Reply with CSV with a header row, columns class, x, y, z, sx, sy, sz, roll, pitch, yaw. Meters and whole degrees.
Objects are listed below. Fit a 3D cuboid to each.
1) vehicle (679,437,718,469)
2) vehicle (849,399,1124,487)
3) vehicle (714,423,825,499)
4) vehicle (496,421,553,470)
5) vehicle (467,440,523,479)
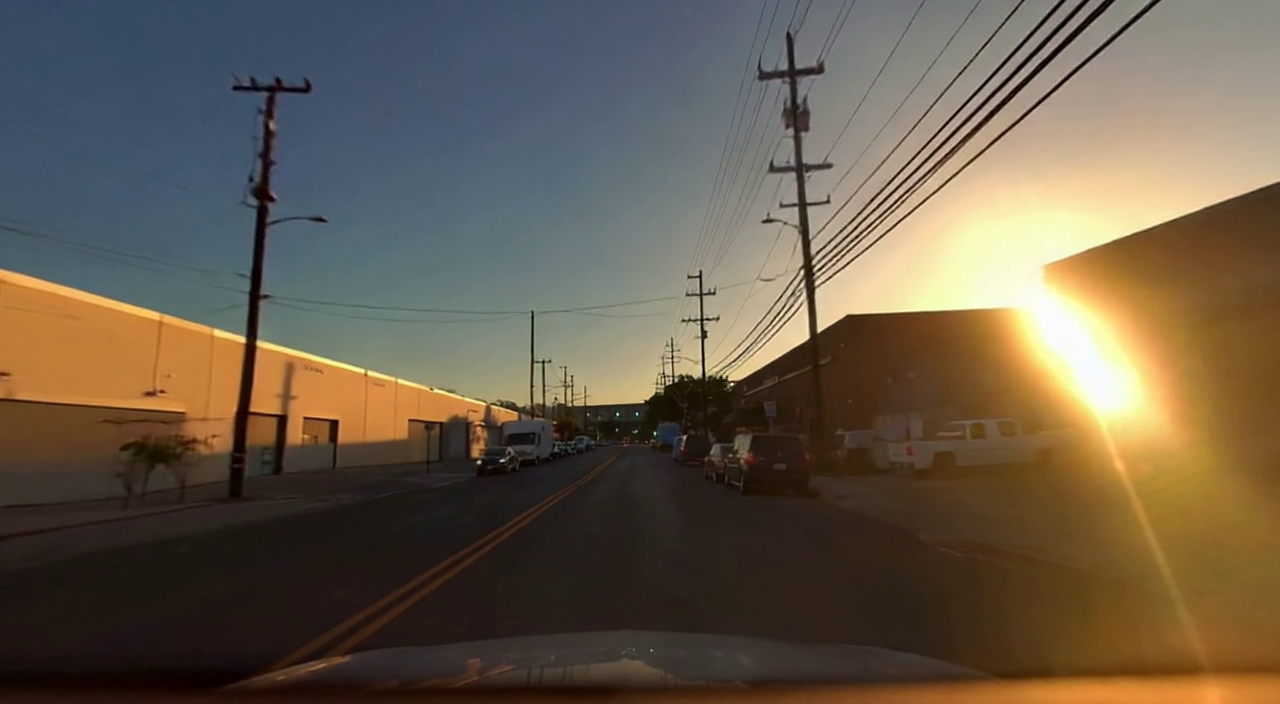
class,x,y,z,sx,sy,sz,roll,pitch,yaw
vehicle,3.670,6.427,40.442,2.026,1.857,4.699,1,-9,-1
vehicle,10.949,2.948,20.545,7.236,2.219,2.674,-3,-8,0
vehicle,3.732,3.297,19.596,2.333,1.967,6.008,0,-9,2
vehicle,-8.153,6.716,45.464,2.832,3.101,7.143,-1,-8,-1
vehicle,-7.857,5.877,34.687,2.123,1.802,4.486,-4,-9,-2
